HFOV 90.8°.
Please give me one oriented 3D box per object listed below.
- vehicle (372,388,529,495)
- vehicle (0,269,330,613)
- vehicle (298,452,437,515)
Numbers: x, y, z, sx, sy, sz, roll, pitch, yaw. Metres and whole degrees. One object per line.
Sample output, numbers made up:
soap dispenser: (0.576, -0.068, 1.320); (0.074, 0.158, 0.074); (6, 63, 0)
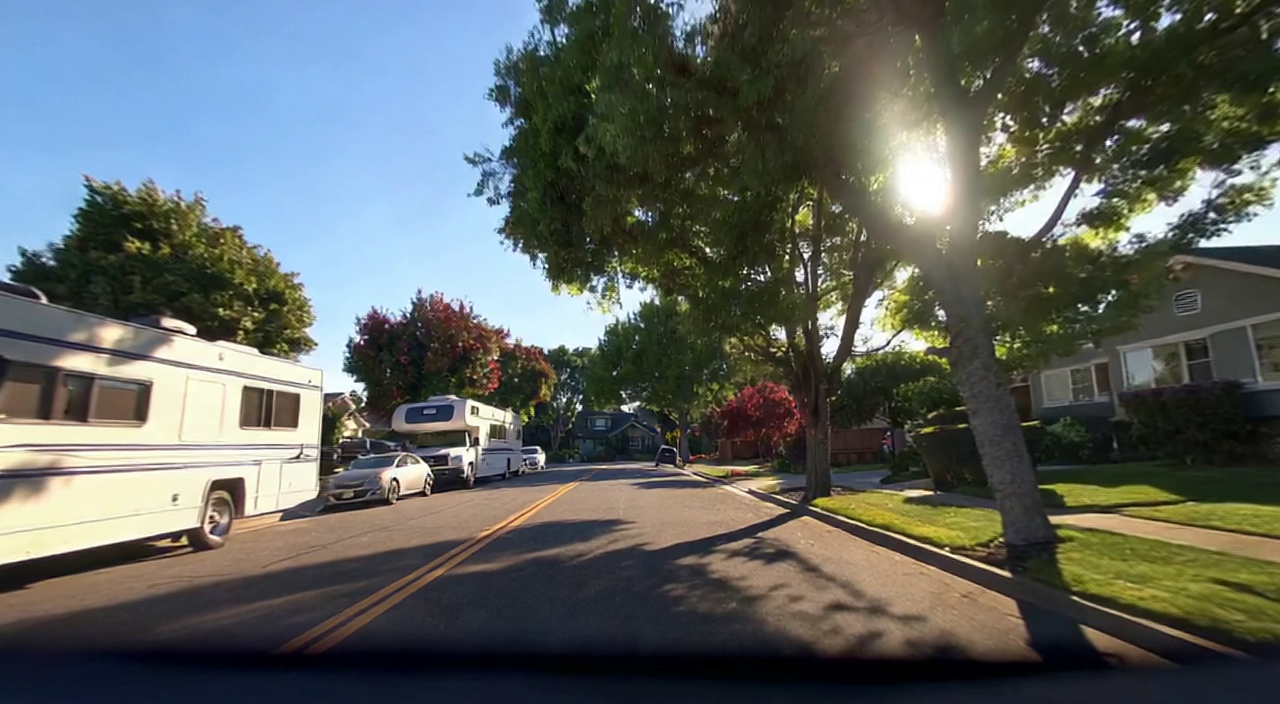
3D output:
vehicle: (-7.259, 3.929, 26.756); (3.103, 3.479, 11.801); (-1, -10, 0)
vehicle: (-7.292, 1.031, 7.213); (2.889, 3.119, 8.837); (0, -9, 1)
vehicle: (-7.374, 3.567, 17.677); (1.932, 1.438, 4.552); (0, -8, -1)
